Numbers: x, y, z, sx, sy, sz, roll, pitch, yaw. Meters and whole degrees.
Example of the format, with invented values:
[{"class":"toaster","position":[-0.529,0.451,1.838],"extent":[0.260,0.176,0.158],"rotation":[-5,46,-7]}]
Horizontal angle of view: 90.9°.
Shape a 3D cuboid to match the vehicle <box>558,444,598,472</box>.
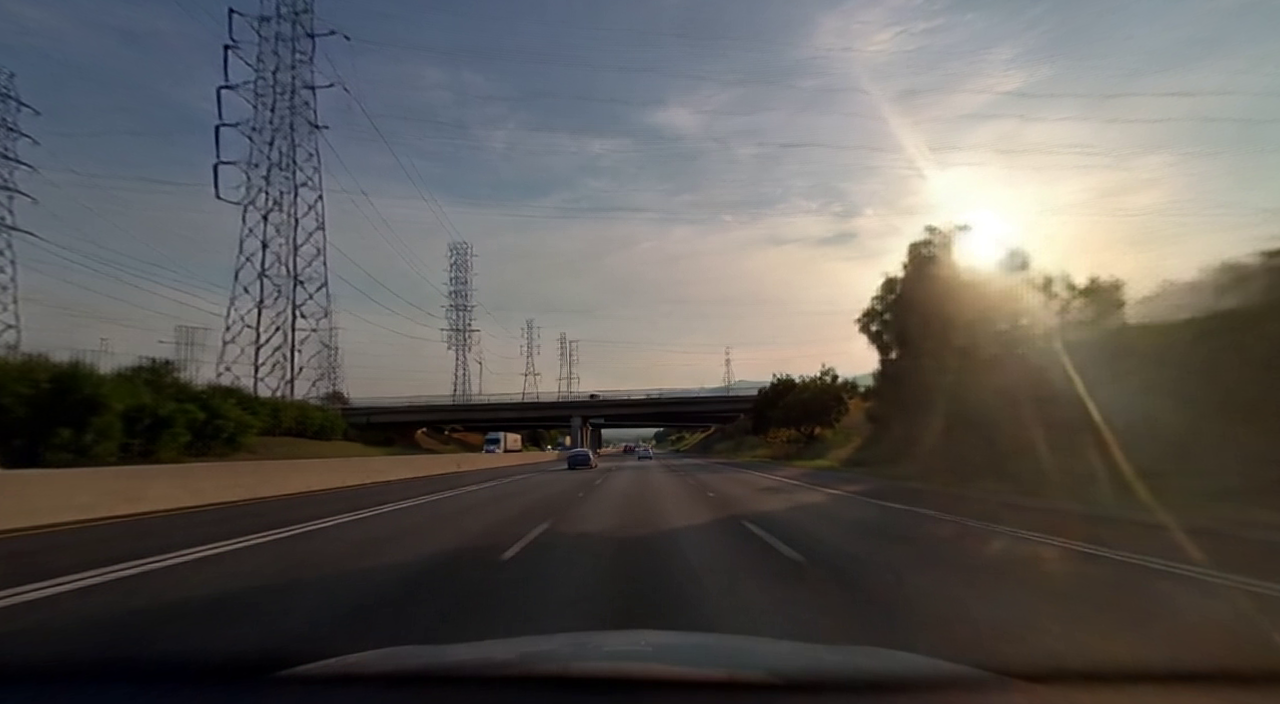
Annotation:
[{"class":"vehicle","position":[-3.656,6.333,37.666],"extent":[1.924,1.550,4.165],"rotation":[0,-9,0]}]
